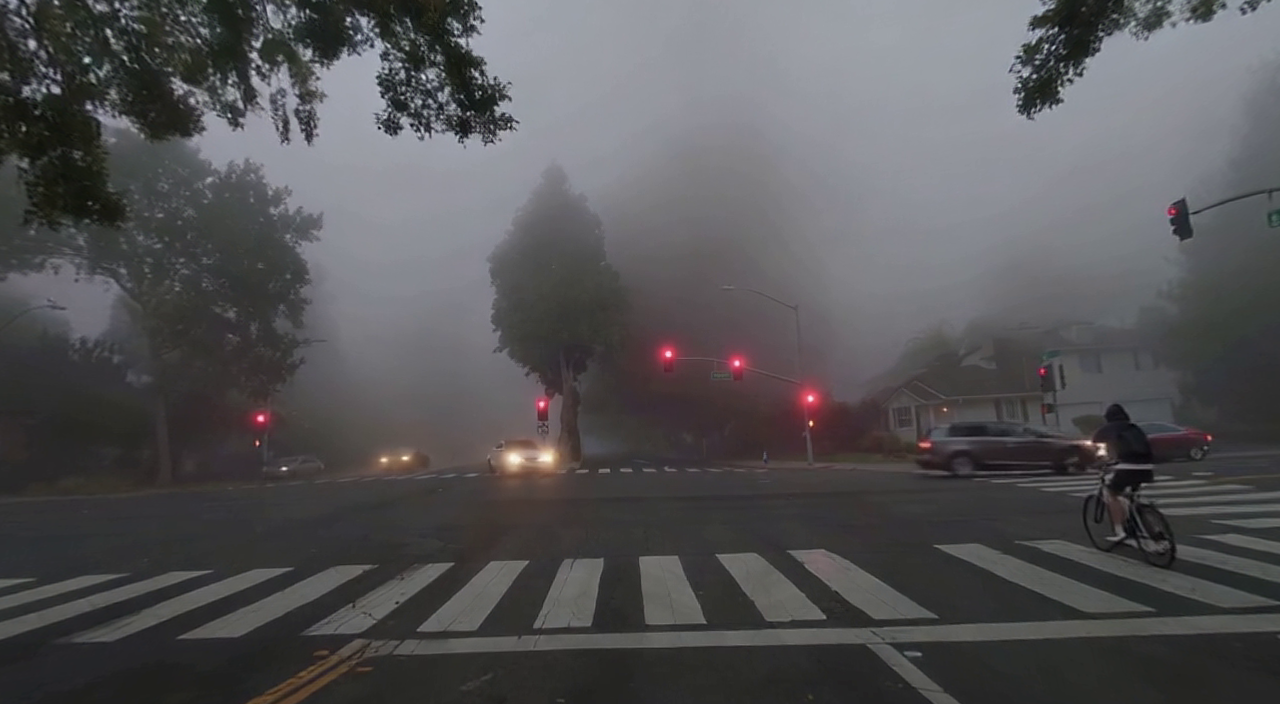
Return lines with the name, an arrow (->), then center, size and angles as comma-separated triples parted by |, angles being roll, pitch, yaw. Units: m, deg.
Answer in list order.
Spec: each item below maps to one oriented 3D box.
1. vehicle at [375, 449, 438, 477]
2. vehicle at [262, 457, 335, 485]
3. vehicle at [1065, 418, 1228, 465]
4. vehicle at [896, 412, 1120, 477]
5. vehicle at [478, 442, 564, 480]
vehicle -> -13.466, 6.387, 36.595 | 1.973, 1.511, 4.299 | 0, -9, 0
vehicle -> -20.797, 7.244, 38.626 | 1.872, 1.455, 4.576 | 0, -9, 0
vehicle -> 17.375, 3.100, 21.774 | 3.969, 1.493, 1.823 | 0, -9, 1
vehicle -> 10.590, 2.760, 18.664 | 5.188, 1.731, 2.191 | -2, -9, 14
vehicle -> -5.250, 4.672, 27.334 | 2.017, 1.496, 4.749 | 5, -10, -32
